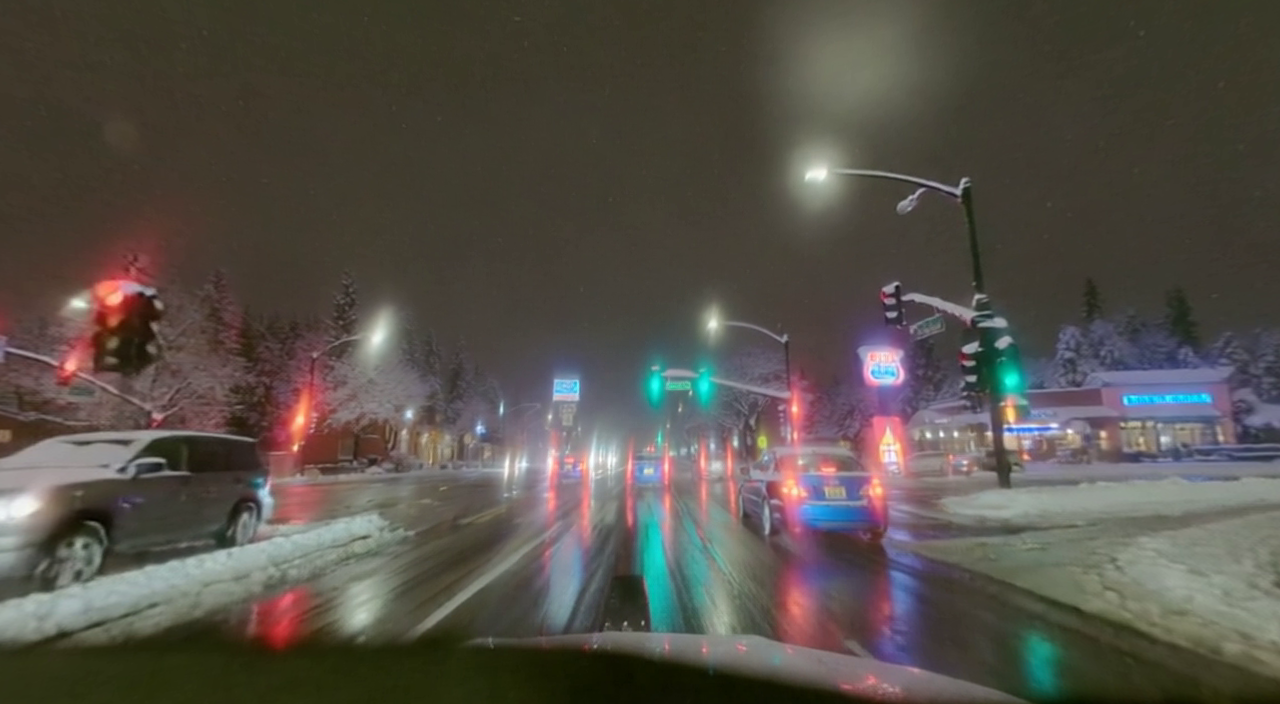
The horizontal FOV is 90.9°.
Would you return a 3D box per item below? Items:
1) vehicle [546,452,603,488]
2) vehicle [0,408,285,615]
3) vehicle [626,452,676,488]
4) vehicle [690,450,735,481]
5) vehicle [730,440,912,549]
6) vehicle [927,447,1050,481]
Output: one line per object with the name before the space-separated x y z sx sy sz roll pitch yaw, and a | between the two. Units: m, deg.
vehicle | -2.957 5.453 29.450 2.040 1.471 4.211 -1 -8 3
vehicle | -6.652 1.725 7.686 2.058 1.804 4.391 0 -8 0
vehicle | 0.490 5.291 28.614 2.070 1.460 4.118 0 -8 1
vehicle | 3.887 6.148 34.431 1.931 1.552 4.125 0 -8 0
vehicle | 2.869 2.330 11.062 1.946 1.513 4.133 0 -8 0
vehicle | 15.752 5.053 28.648 4.481 1.427 1.830 0 -8 -2
